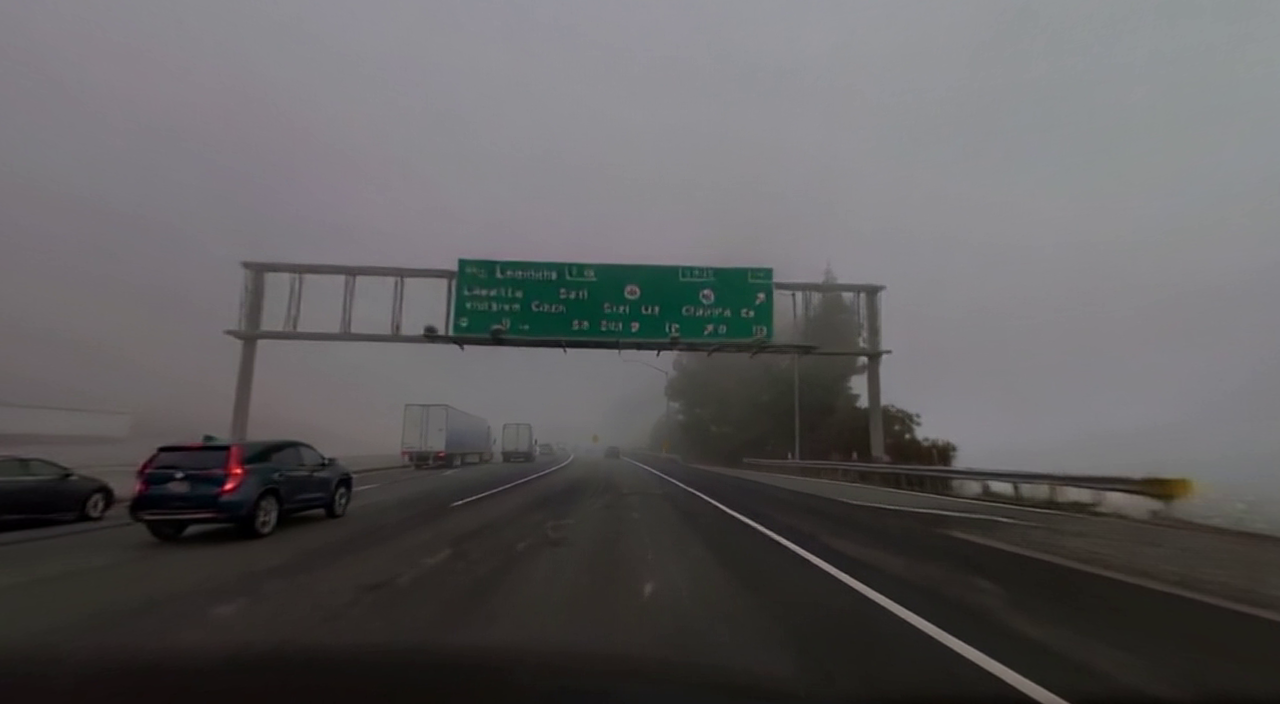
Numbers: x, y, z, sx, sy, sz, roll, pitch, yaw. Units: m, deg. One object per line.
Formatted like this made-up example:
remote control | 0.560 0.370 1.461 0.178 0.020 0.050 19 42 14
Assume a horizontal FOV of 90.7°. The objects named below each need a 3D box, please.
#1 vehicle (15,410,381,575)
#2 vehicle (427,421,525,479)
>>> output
vehicle | -5.986 1.944 9.735 2.093 1.785 5.303 0 -8 -4
vehicle | -9.036 5.678 37.030 3.270 2.674 14.547 0 -8 -6
